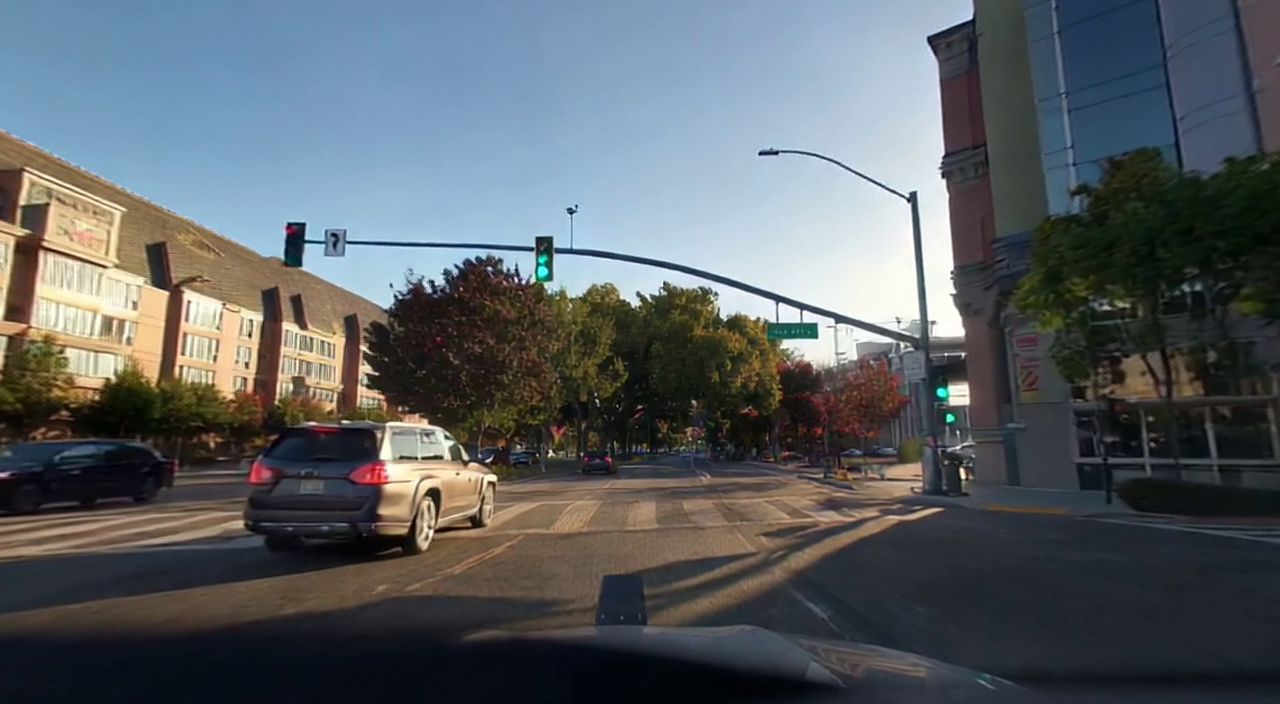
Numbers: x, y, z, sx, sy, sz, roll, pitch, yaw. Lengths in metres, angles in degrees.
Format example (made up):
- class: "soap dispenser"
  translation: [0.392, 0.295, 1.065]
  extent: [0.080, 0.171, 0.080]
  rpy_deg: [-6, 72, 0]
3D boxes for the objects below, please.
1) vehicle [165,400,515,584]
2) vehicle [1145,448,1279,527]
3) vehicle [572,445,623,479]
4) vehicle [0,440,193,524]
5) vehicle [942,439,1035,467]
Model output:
- class: "vehicle"
  translation: [-3.522, 1.784, 8.878]
  extent: [2.305, 1.833, 4.912]
  rpy_deg: [-1, -9, 3]
- class: "vehicle"
  translation: [13.644, 2.830, 13.777]
  extent: [5.074, 1.442, 2.216]
  rpy_deg: [5, -10, -29]
- class: "vehicle"
  translation: [-2.102, 5.612, 32.425]
  extent: [1.976, 1.571, 4.649]
  rpy_deg: [-1, -9, 4]
- class: "vehicle"
  translation: [-11.868, 2.568, 12.958]
  extent: [1.914, 1.433, 4.455]
  rpy_deg: [-1, -9, 4]
- class: "vehicle"
  translation: [25.921, 7.579, 47.346]
  extent: [2.429, 1.938, 6.118]
  rpy_deg: [2, -9, -14]
